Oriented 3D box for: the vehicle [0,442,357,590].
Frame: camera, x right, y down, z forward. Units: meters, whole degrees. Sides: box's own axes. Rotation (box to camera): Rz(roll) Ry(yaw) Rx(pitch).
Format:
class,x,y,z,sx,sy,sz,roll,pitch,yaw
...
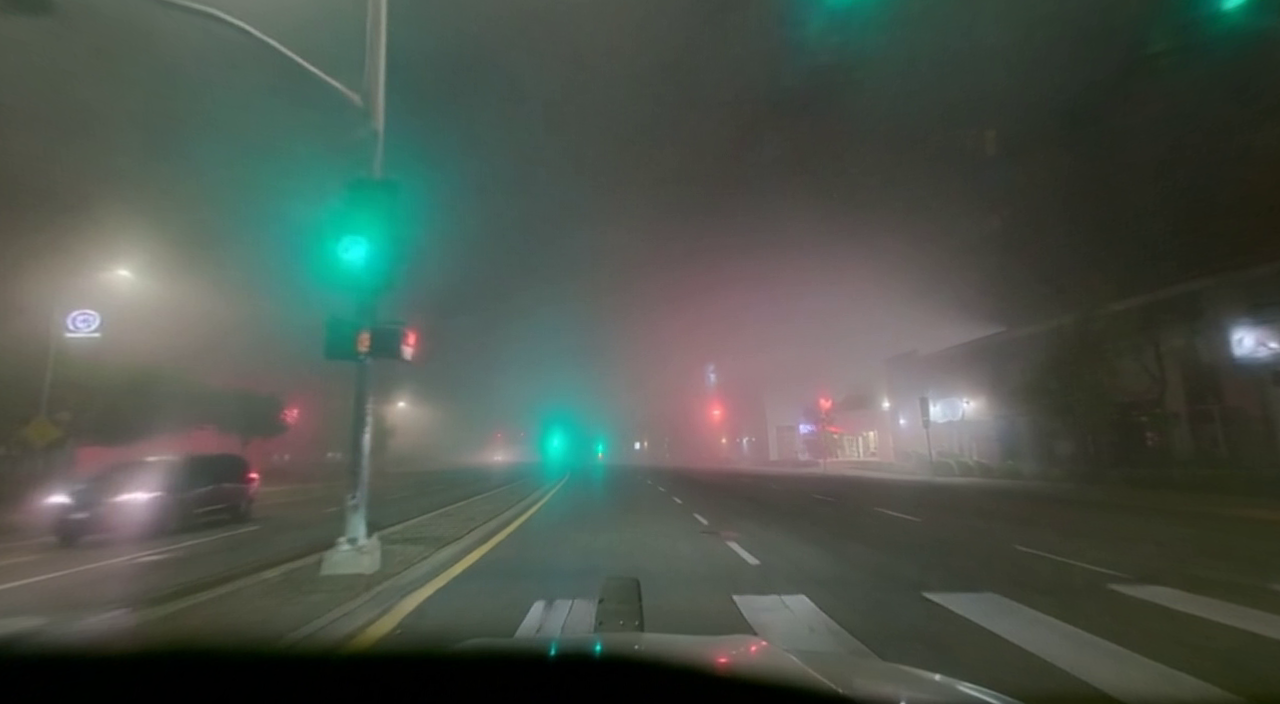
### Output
class,x,y,z,sx,sy,sz,roll,pitch,yaw
vehicle,-5.707,1.983,8.676,1.894,1.474,4.332,0,-8,-4
